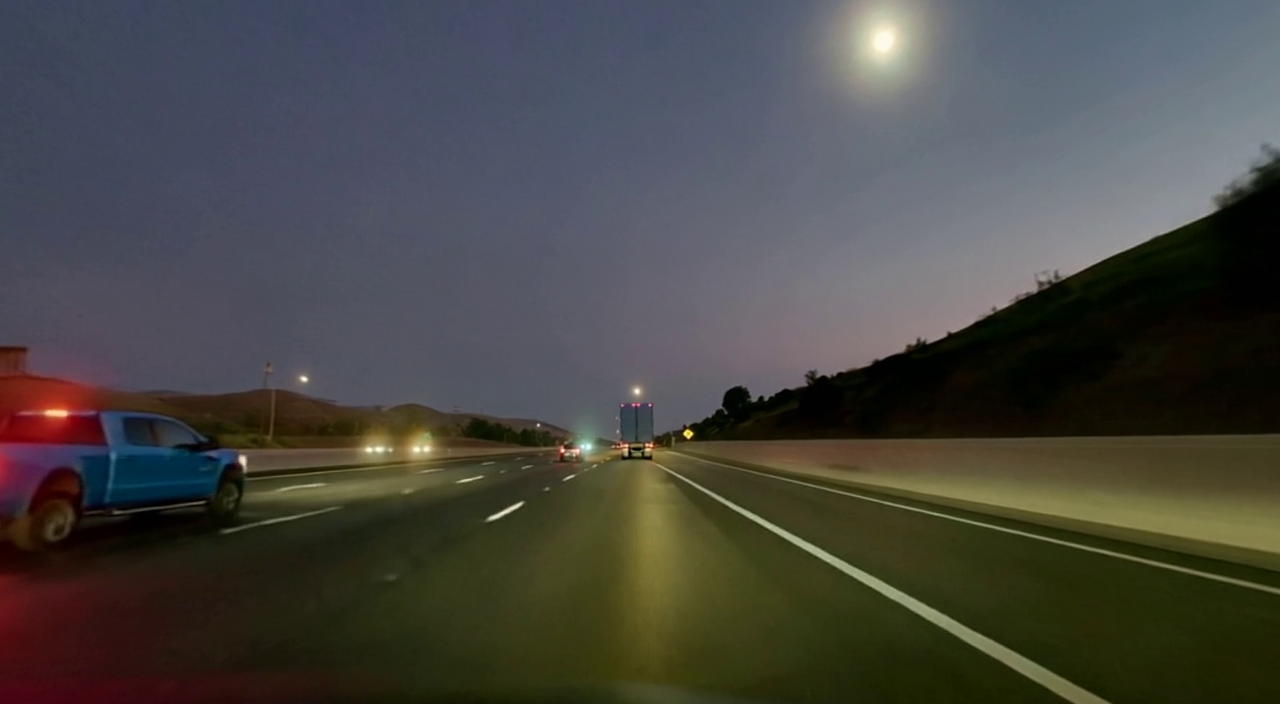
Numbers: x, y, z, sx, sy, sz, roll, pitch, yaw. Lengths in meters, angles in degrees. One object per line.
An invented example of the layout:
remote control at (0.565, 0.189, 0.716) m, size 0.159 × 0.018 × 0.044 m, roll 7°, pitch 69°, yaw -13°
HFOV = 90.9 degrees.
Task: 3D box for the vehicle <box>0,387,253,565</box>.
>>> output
vehicle at (-7.727, 1.519, 8.087) m, size 2.113 × 1.837 × 5.339 m, roll 0°, pitch -8°, yaw 0°

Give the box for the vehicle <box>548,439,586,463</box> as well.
vehicle at (-4.733, 6.497, 41.556) m, size 1.983 × 1.508 × 4.060 m, roll 0°, pitch -8°, yaw 0°
